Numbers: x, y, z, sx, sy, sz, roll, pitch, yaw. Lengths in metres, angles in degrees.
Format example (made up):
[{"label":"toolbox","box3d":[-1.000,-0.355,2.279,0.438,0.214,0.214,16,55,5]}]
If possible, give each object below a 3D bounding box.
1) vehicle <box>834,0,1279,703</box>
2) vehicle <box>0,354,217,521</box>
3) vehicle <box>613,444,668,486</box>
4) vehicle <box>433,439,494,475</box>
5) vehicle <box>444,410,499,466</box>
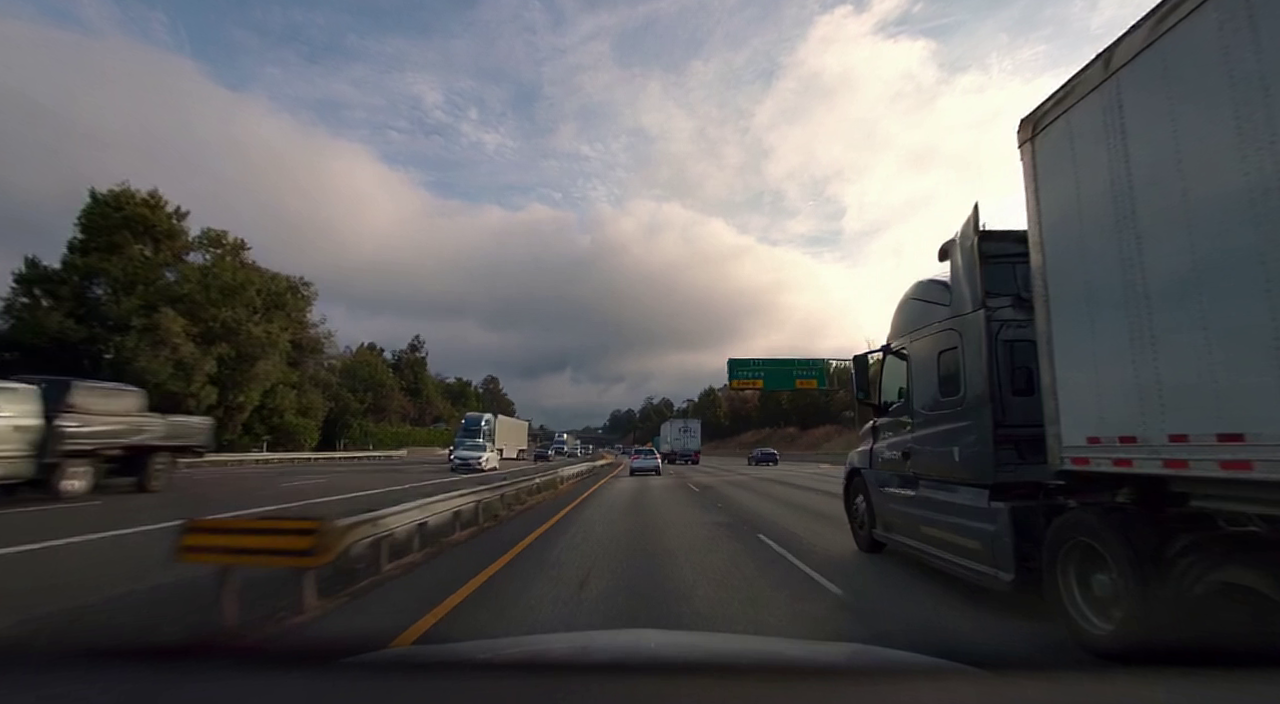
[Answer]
[{"label":"vehicle","box3d":[3.511,0.296,2.943,2.975,2.936,6.573,0,-9,-1]},{"label":"vehicle","box3d":[-11.716,1.660,11.925,2.523,2.698,6.861,0,-9,1]},{"label":"vehicle","box3d":[-0.006,4.658,26.332,2.111,1.599,3.859,0,-9,-1]},{"label":"vehicle","box3d":[-7.902,4.747,28.558,1.740,1.474,3.855,0,-9,-1]},{"label":"vehicle","box3d":[-12.266,6.332,46.145,3.045,3.890,2.977,0,-9,0]}]
